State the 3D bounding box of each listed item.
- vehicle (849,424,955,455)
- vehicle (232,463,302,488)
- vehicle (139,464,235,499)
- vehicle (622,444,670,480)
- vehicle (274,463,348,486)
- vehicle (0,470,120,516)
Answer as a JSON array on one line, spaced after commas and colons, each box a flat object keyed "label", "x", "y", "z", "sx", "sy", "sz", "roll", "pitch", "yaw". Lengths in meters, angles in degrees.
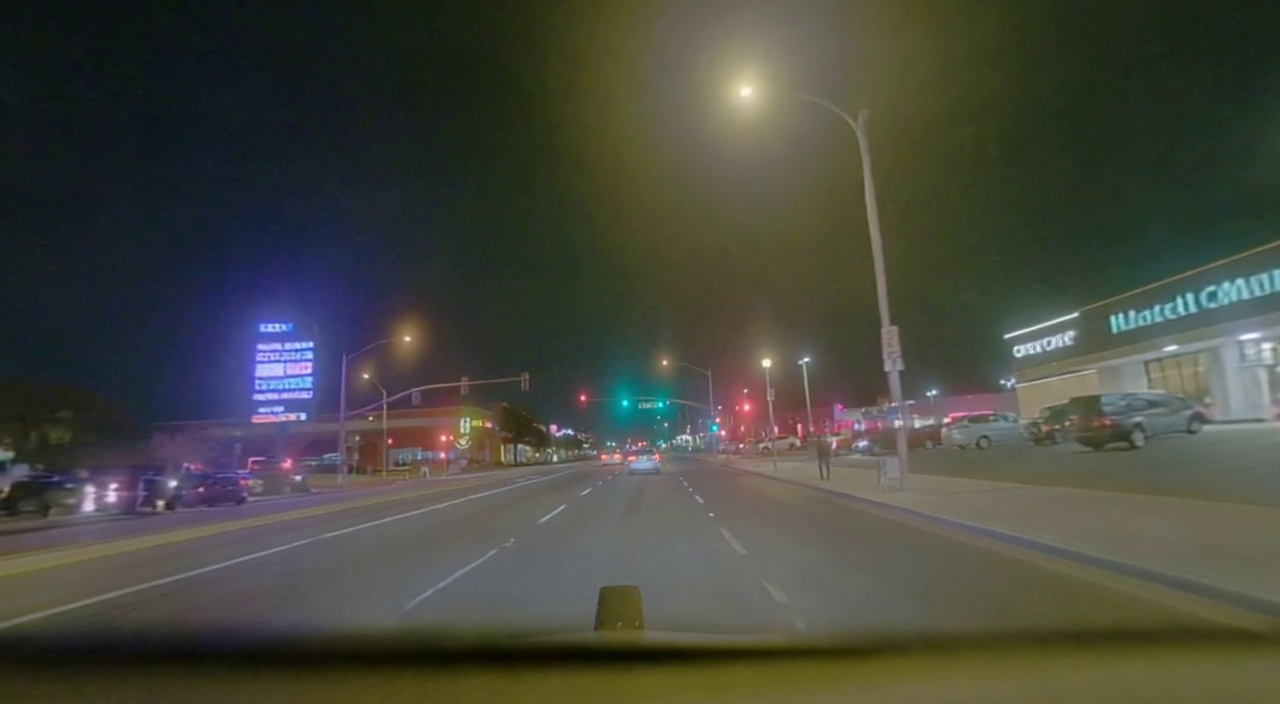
[{"label": "vehicle", "x": 13.284, "y": 4.463, "z": 32.226, "sx": 4.466, "sy": 1.553, "sz": 2.060, "roll": 0, "pitch": -8, "yaw": -1}, {"label": "vehicle", "x": -25.845, "y": 8.557, "z": 43.851, "sx": 3.790, "sy": 1.515, "sz": 1.704, "roll": 8, "pitch": -12, "yaw": -43}, {"label": "vehicle", "x": -25.660, "y": 7.326, "z": 35.984, "sx": 4.256, "sy": 1.697, "sz": 1.817, "roll": 5, "pitch": -10, "yaw": -32}, {"label": "vehicle", "x": 0.287, "y": 4.834, "z": 28.076, "sx": 1.977, "sy": 1.451, "sz": 4.032, "roll": -1, "pitch": -9, "yaw": 1}, {"label": "vehicle", "x": -25.153, "y": 9.346, "z": 48.381, "sx": 2.007, "sy": 1.466, "sz": 4.543, "roll": -8, "pitch": -12, "yaw": 42}, {"label": "vehicle", "x": -24.876, "y": 5.907, "z": 26.627, "sx": 4.310, "sy": 1.663, "sz": 1.881, "roll": 6, "pitch": -10, "yaw": -35}]
